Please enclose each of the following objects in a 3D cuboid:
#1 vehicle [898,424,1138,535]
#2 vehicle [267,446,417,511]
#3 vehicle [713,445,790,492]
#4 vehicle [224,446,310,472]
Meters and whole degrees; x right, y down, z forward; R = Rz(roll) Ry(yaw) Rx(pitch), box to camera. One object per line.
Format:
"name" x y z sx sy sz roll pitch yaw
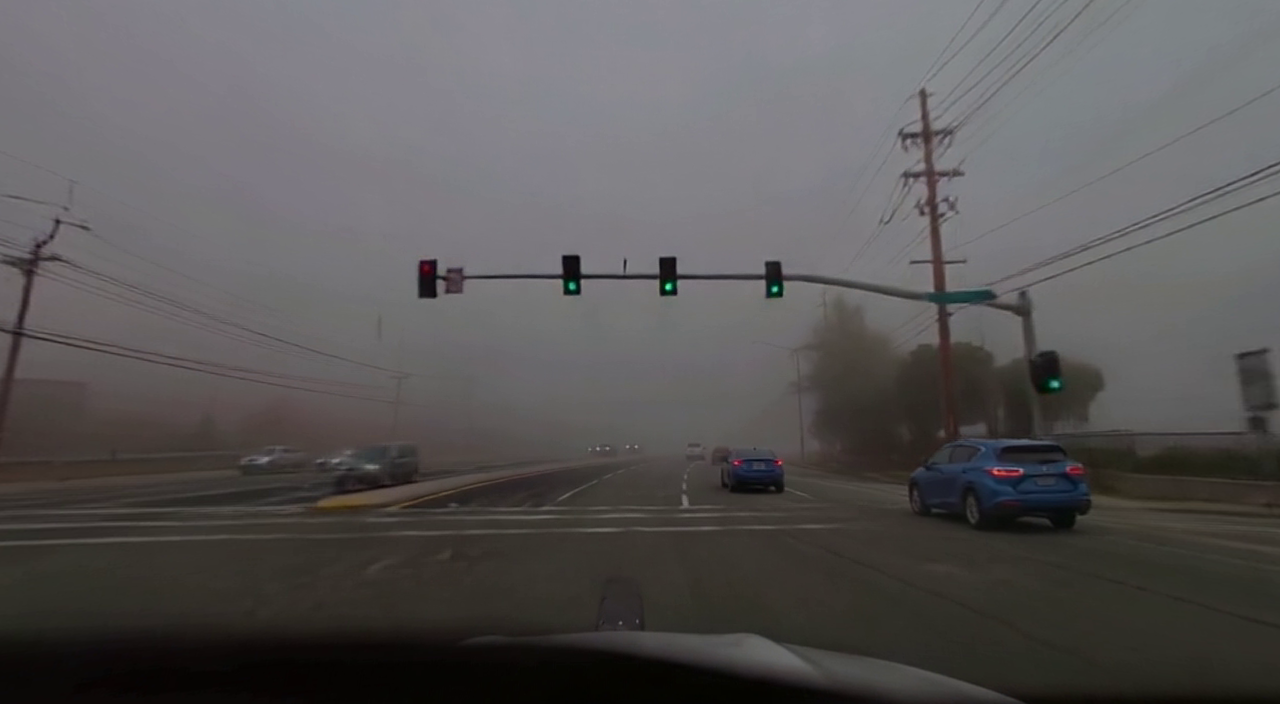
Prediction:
"vehicle" 7.080 2.424 12.566 2.029 1.795 4.371 0 -9 0
"vehicle" -8.611 3.652 18.887 1.933 1.502 4.946 3 -8 2
"vehicle" 3.818 4.050 22.385 2.035 1.460 4.392 0 -9 2
"vehicle" -23.057 6.610 39.306 2.125 1.493 4.547 -2 -9 9
